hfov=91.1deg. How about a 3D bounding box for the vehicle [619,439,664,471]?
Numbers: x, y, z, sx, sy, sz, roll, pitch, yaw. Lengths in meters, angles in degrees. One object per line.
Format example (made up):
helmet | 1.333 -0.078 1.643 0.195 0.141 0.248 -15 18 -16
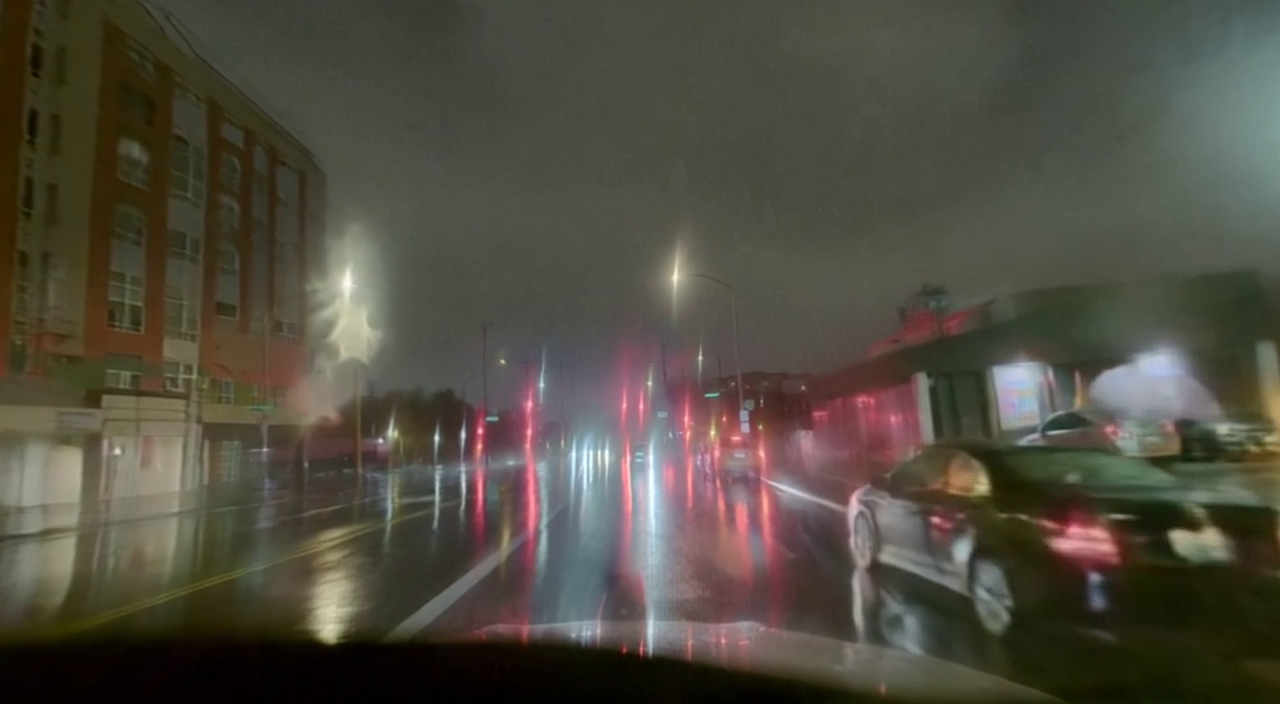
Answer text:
vehicle | 0.089 5.228 32.170 2.153 1.505 4.452 0 -8 0

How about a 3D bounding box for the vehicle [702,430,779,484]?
vehicle | 3.444 3.706 22.371 1.938 1.714 4.402 0 -8 0

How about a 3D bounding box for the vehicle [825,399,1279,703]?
vehicle | 3.163 1.307 5.122 2.062 1.535 4.206 0 -8 1
